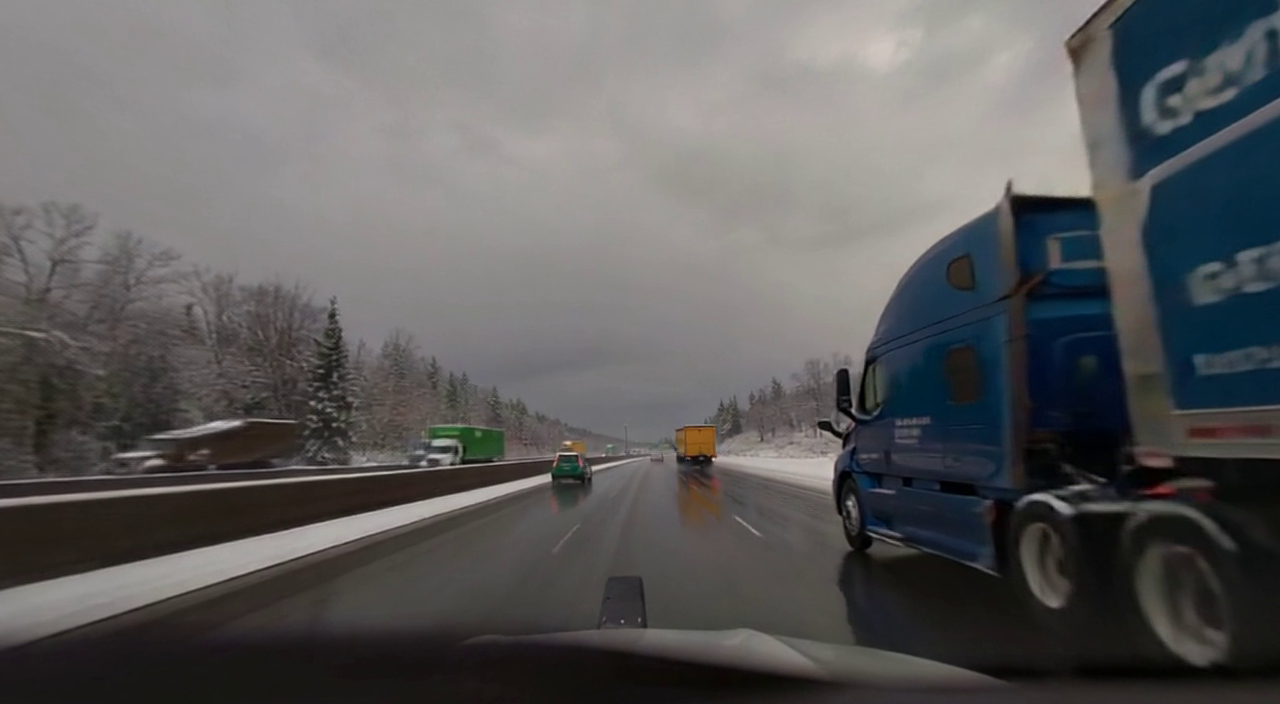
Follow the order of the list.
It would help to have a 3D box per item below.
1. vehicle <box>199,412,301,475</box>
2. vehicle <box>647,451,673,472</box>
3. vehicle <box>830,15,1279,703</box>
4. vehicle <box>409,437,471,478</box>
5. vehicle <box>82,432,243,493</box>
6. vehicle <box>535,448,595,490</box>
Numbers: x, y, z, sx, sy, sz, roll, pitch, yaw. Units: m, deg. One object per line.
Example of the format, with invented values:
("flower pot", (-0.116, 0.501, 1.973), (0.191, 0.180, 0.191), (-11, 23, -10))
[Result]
("vehicle", (-22.301, 5.313, 36.377), (2.385, 3.298, 5.011), (-1, -9, 2))
("vehicle", (1.567, 8.622, 49.797), (1.957, 1.541, 4.099), (0, -9, 1))
("vehicle", (4.411, 0.368, 6.356), (3.020, 3.962, 5.781), (0, -9, -1))
("vehicle", (-14.137, 7.489, 44.897), (2.210, 2.679, 5.840), (-1, -9, 3))
("vehicle", (-22.398, 5.228, 30.098), (2.614, 2.602, 6.122), (0, -9, 2))
("vehicle", (-3.033, 4.867, 26.499), (1.960, 1.579, 4.384), (0, -9, 0))
